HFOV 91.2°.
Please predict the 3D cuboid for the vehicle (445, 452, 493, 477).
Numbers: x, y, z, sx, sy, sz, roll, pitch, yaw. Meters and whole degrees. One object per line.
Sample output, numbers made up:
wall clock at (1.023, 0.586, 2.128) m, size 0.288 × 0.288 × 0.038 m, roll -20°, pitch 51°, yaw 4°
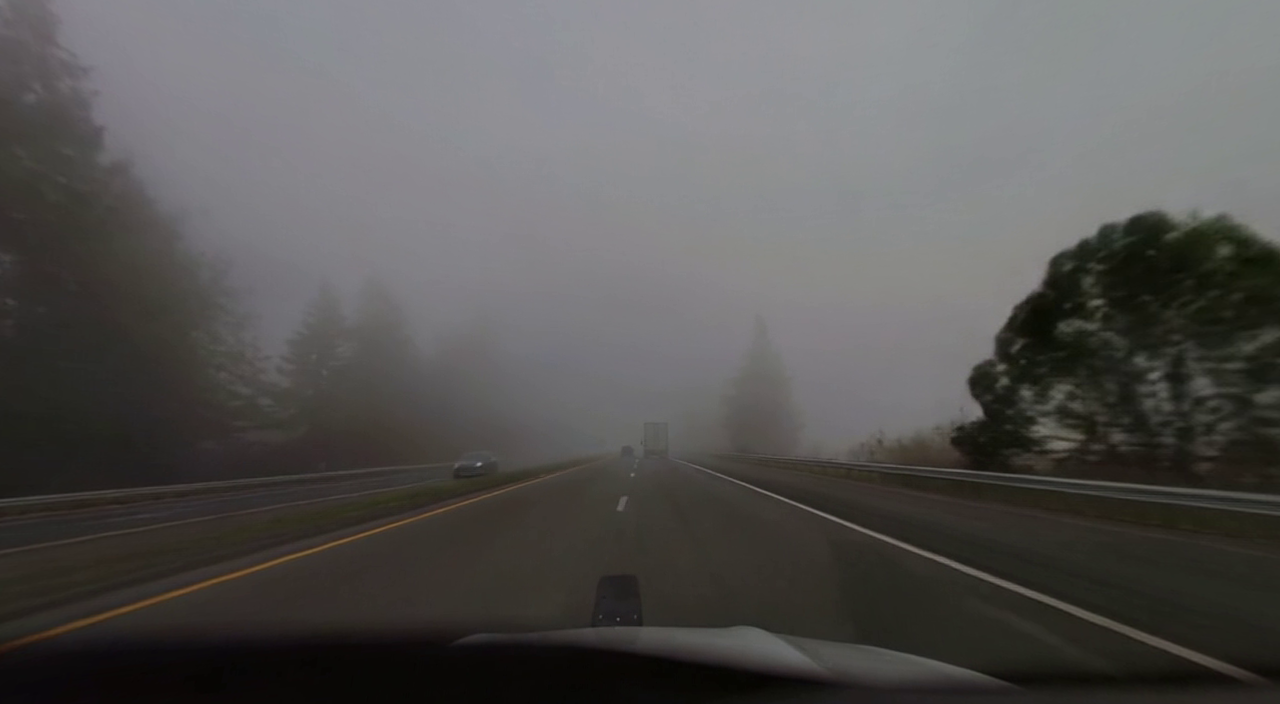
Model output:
vehicle at (-11.494, 7.567, 42.376) m, size 1.955 × 1.524 × 4.390 m, roll 0°, pitch -9°, yaw 1°
